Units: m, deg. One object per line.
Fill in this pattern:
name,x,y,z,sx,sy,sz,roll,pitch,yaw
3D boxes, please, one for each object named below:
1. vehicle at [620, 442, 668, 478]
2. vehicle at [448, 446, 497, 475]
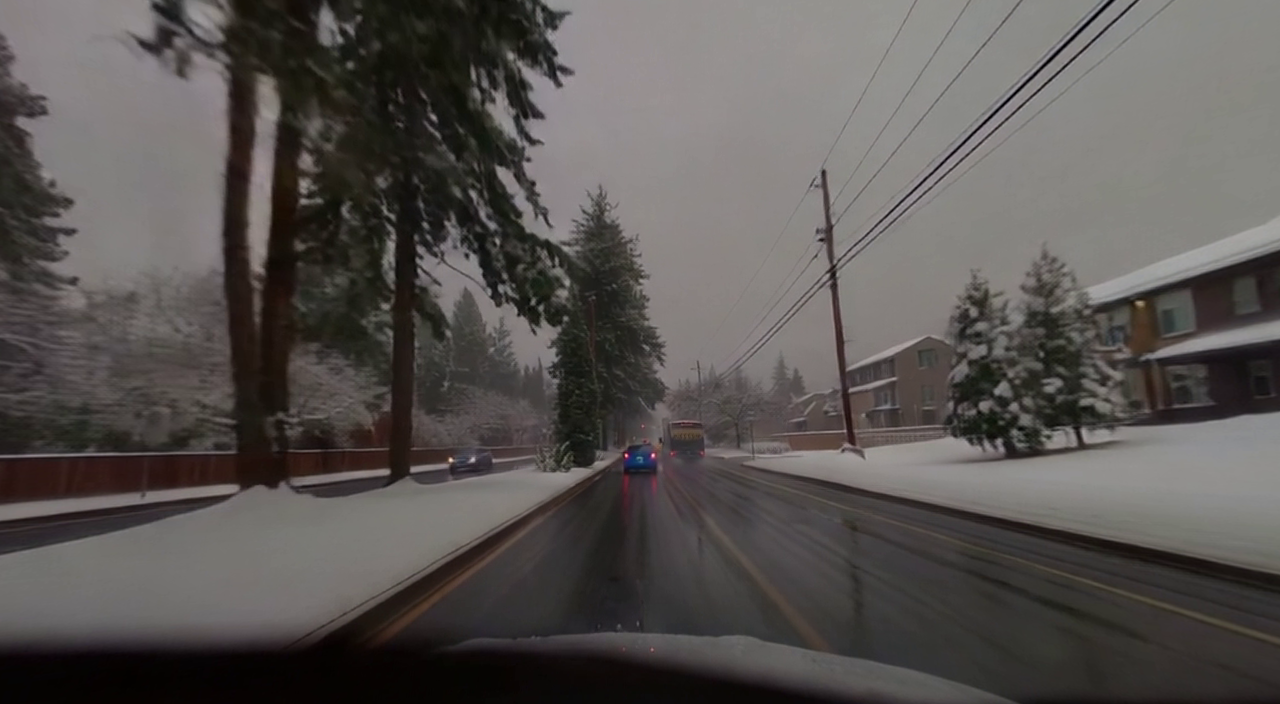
vehicle,0.187,4.812,28.389,2.018,1.511,3.993,0,-8,1
vehicle,-11.148,7.225,42.407,1.951,1.795,4.579,0,-9,1
